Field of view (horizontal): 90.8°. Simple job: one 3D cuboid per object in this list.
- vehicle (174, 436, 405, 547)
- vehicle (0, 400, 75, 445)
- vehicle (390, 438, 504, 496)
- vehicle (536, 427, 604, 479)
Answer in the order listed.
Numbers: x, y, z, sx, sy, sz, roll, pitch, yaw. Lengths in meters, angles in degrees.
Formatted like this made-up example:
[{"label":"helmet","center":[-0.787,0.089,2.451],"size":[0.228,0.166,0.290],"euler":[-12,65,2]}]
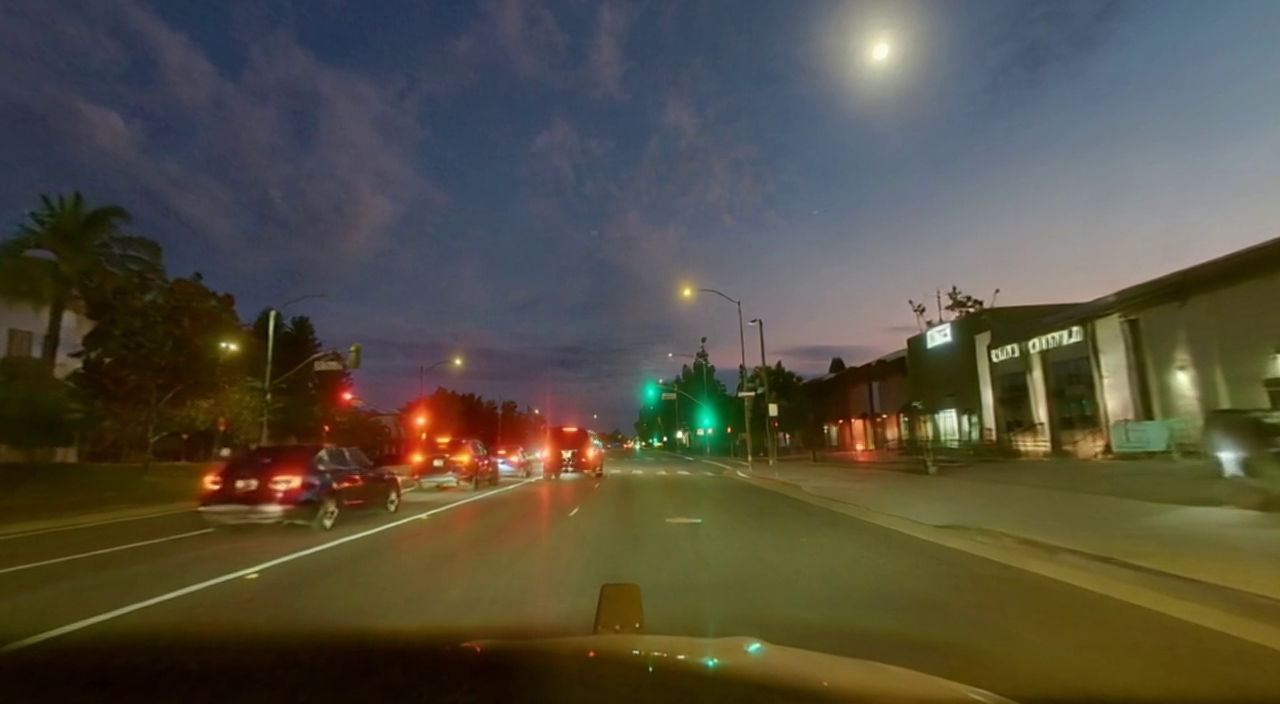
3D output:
[{"label":"vehicle","center":[-5.705,2.265,10.906],"size":[1.889,1.572,3.599],"euler":[0,-8,0]},{"label":"vehicle","center":[-25.566,2.883,25.488],"size":[3.618,1.730,1.821],"euler":[0,-8,-2]},{"label":"vehicle","center":[-6.016,3.630,20.372],"size":[2.228,1.652,4.593],"euler":[0,-8,0]},{"label":"vehicle","center":[-3.044,4.568,28.823],"size":[2.496,2.155,5.468],"euler":[0,-8,0]}]
